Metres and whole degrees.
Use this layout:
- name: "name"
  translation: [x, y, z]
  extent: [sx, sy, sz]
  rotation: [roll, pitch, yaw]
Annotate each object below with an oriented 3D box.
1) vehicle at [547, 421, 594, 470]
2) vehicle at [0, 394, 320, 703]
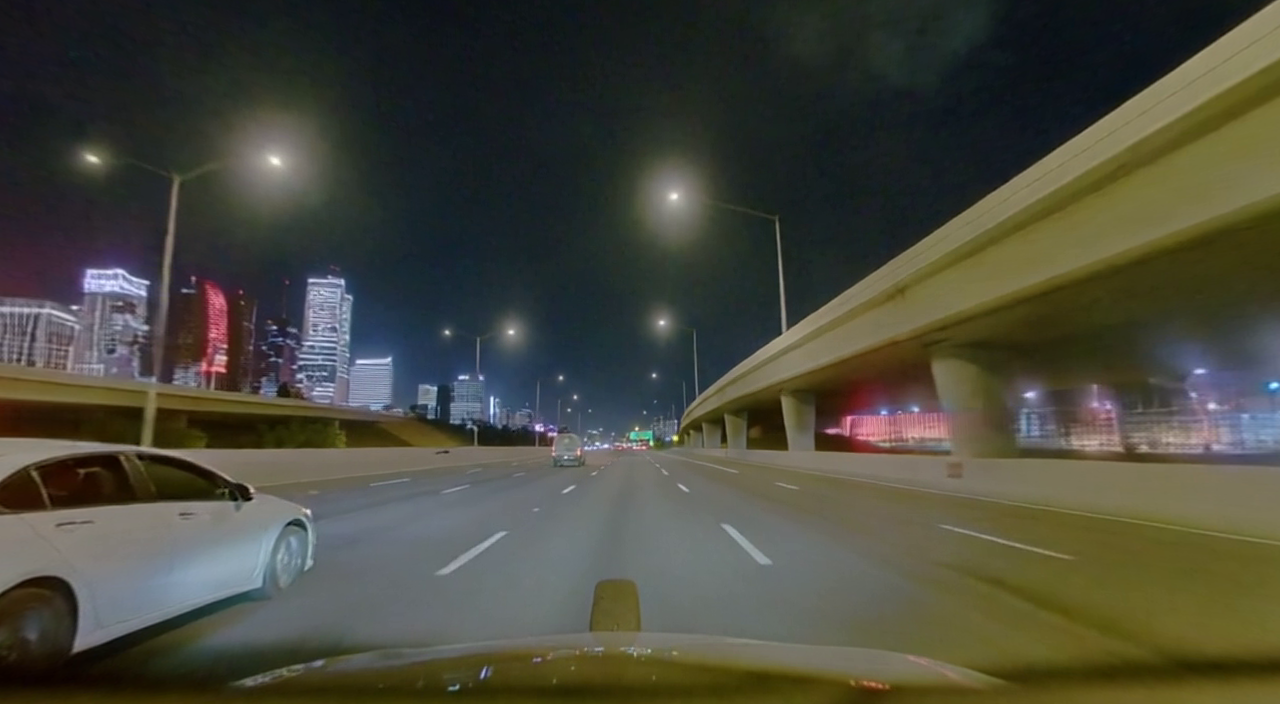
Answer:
- name: "vehicle"
  translation: [-4.426, 6.140, 41.477]
  extent: [2.364, 2.953, 6.732]
  rotation: [0, -9, -1]
- name: "vehicle"
  translation: [-3.910, 1.044, 3.316]
  extent: [2.025, 1.556, 4.594]
  rotation: [0, -9, 0]
